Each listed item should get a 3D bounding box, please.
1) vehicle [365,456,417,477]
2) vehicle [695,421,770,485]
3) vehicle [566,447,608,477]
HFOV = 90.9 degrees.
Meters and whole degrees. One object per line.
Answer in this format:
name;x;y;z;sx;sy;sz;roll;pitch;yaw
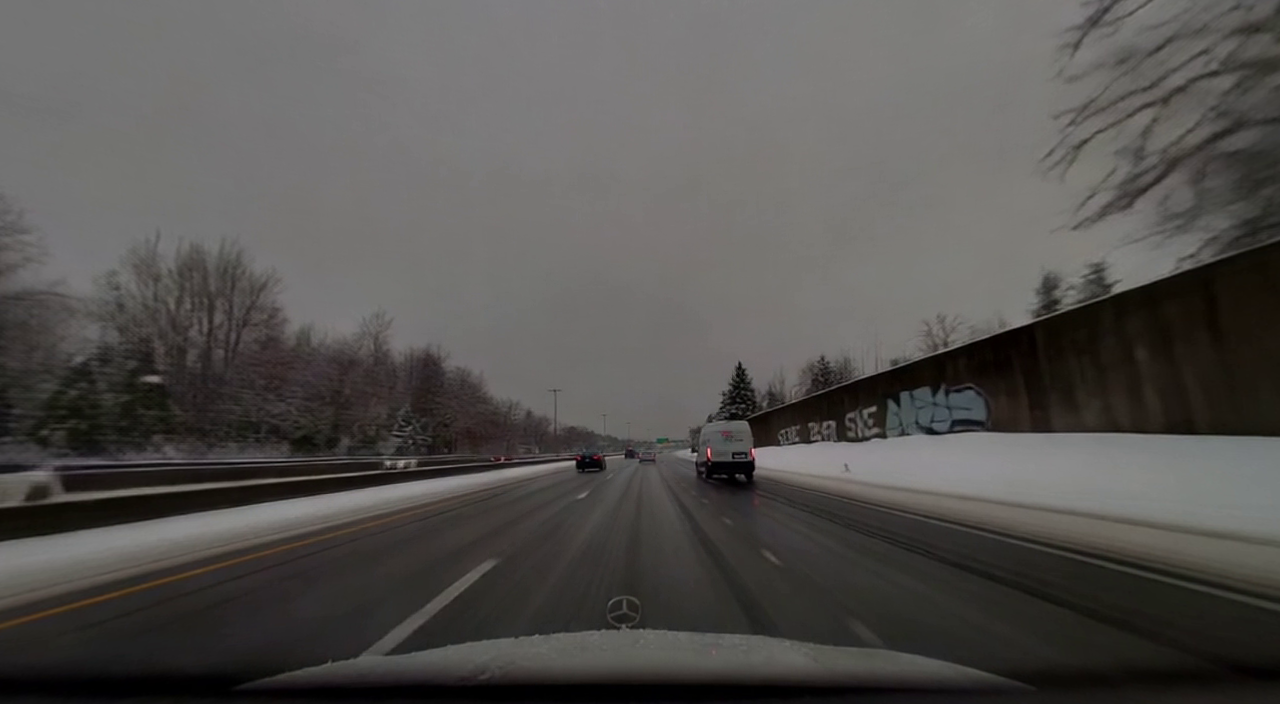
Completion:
vehicle;-19.136;8.765;48.582;1.952;1.509;4.840;0;-9;1
vehicle;4.033;4.589;28.617;2.469;2.591;5.653;0;-9;-1
vehicle;-2.992;6.345;36.474;1.964;1.618;4.489;0;-9;1
